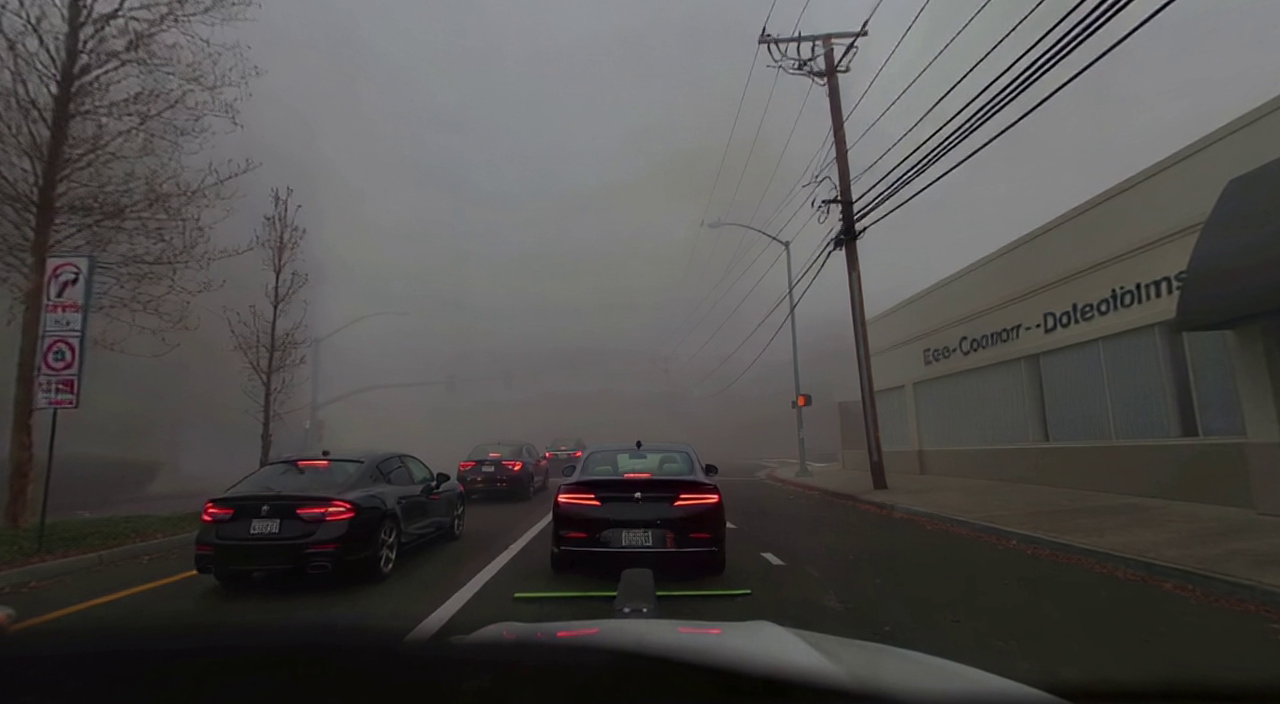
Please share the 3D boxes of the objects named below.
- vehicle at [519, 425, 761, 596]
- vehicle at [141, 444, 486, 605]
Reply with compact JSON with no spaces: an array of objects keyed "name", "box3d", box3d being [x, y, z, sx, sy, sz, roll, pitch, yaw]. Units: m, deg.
[{"name":"vehicle","box3d":[-0.009,1.680,7.537,2.101,1.469,3.955,0,-9,0]},{"name":"vehicle","box3d":[-3.231,1.742,7.321,1.765,1.319,4.013,0,-9,2]}]
